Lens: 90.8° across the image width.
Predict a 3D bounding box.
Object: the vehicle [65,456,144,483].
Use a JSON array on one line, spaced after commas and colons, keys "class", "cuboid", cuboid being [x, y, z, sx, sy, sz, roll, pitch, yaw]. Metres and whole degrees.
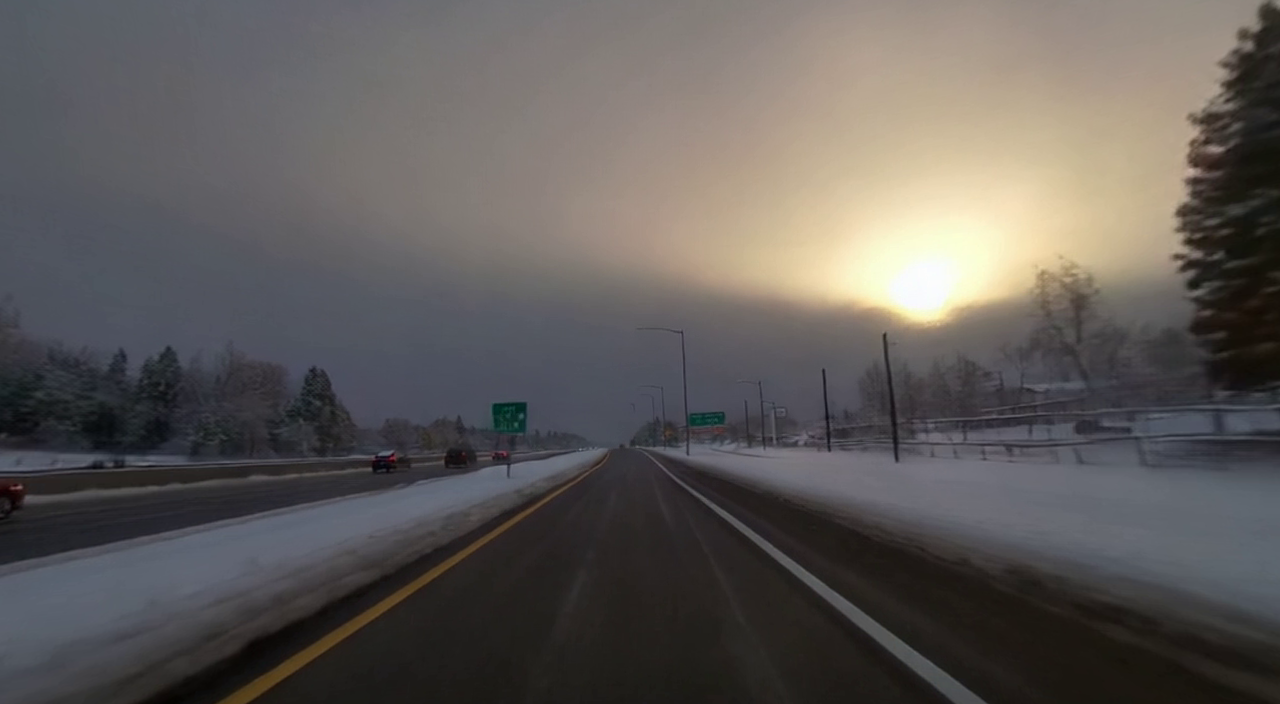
[{"class": "vehicle", "cuboid": [-36.302, 7.950, 42.964, 1.978, 1.492, 4.214, -2, -8, -5]}]
